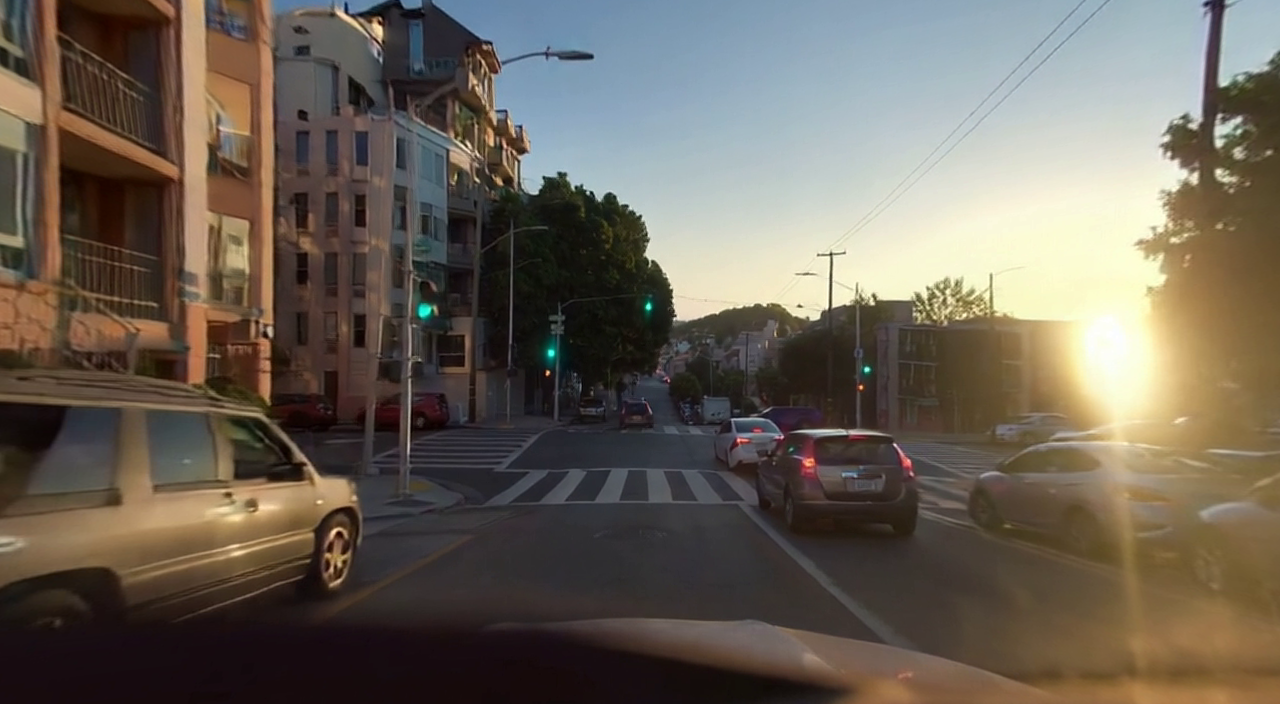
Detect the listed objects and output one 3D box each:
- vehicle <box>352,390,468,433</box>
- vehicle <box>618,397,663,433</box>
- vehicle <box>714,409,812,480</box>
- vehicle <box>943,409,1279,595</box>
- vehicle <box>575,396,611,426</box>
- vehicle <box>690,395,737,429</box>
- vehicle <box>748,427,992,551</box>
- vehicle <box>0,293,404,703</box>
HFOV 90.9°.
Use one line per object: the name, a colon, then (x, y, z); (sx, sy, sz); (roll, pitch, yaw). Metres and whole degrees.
vehicle: (-10.164, 2.684, 28.115); (4.304, 1.755, 2.083); (0, -8, 1)
vehicle: (0.063, 2.961, 29.025); (1.923, 1.460, 3.923); (0, -8, 1)
vehicle: (3.331, 2.509, 17.864); (1.970, 1.490, 4.016); (0, -1, 0)
vehicle: (6.111, 1.765, 8.330); (1.999, 1.752, 4.502); (0, -8, 1)
vehicle: (-2.676, 3.480, 36.766); (1.878, 1.521, 3.697); (0, -8, -1)
vehicle: (3.897, 3.311, 34.187); (2.093, 1.655, 4.327); (0, -8, 1)
vehicle: (3.130, 1.974, 9.849); (2.055, 1.450, 4.676); (0, -8, 0)
vehicle: (-3.552, 0.961, 4.192); (2.016, 1.885, 4.723); (0, -8, 1)
